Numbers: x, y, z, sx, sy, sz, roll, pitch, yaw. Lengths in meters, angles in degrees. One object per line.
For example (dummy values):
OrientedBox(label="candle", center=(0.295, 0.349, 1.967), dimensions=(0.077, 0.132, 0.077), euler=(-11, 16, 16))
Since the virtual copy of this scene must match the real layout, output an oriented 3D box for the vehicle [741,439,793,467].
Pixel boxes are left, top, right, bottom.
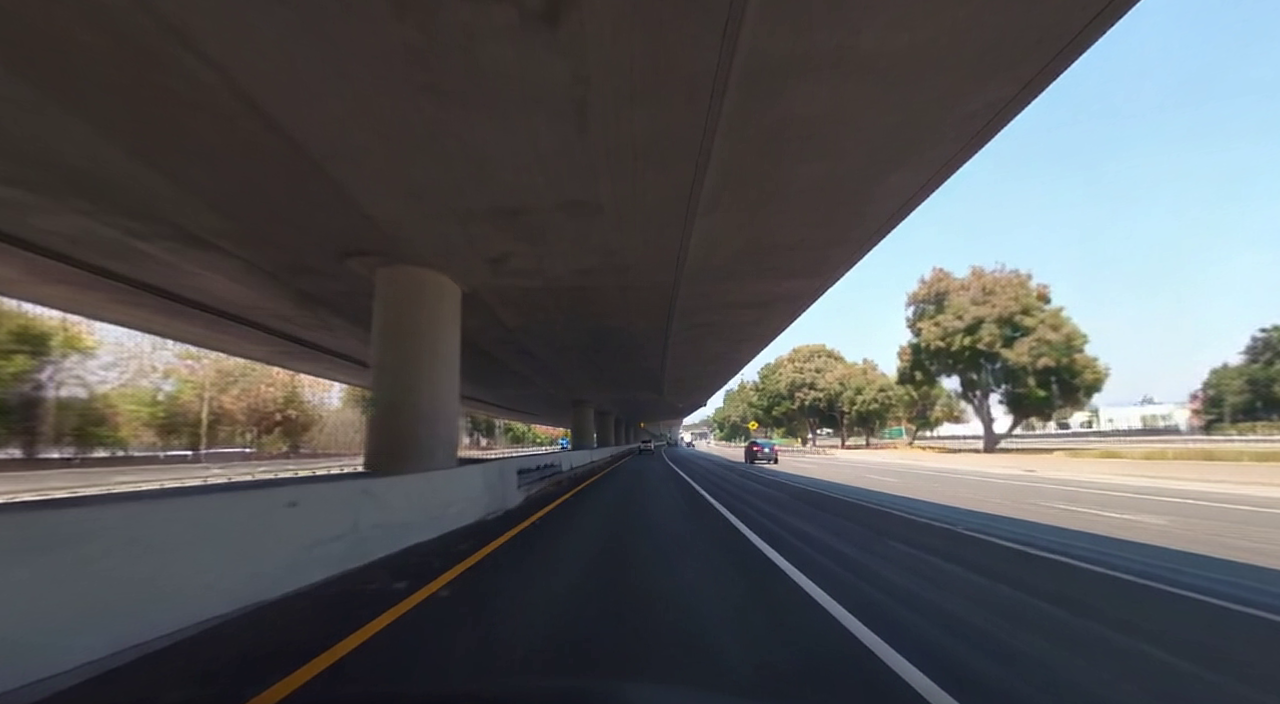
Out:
OrientedBox(label="vehicle", center=(7.079, 5.676, 35.705), dimensions=(2.025, 1.484, 4.208), euler=(0, -8, -1))
